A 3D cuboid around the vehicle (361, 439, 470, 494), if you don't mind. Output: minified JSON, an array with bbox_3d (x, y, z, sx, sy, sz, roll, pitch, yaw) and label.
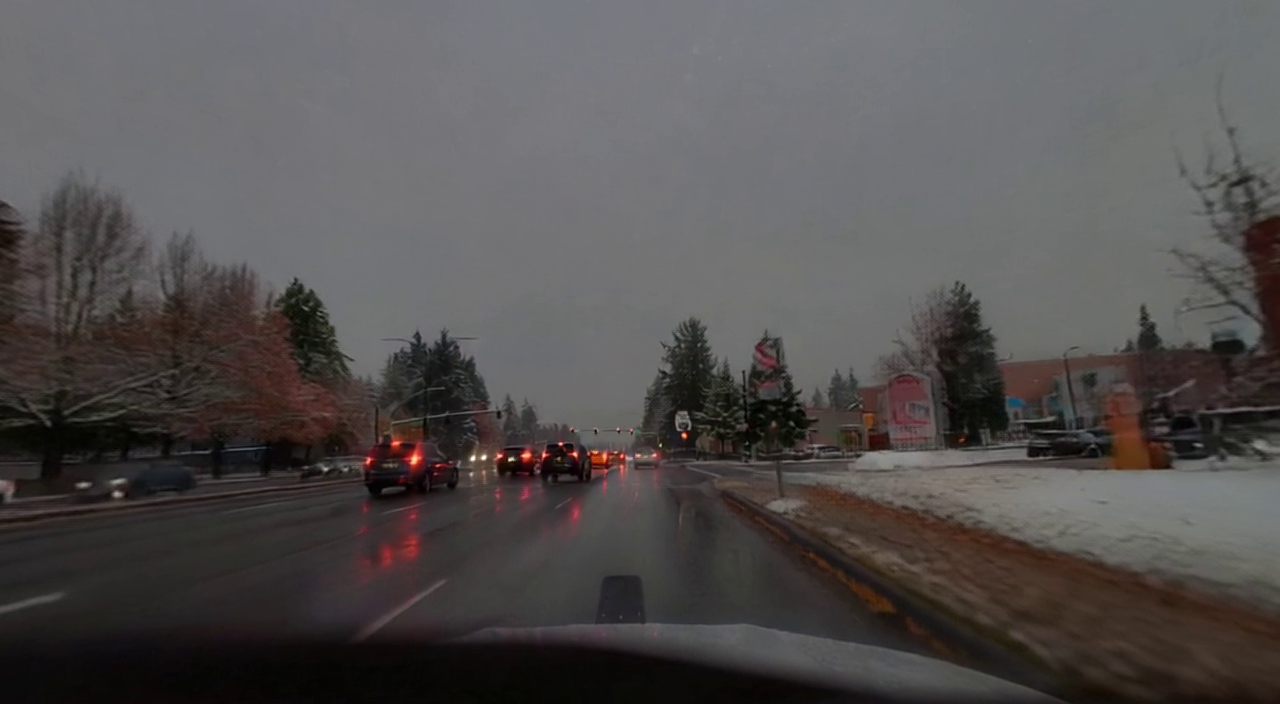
[{"bbox_3d":[-7.299,3.740,20.994,1.932,1.596,4.247,0,-9,2],"label":"vehicle"}]

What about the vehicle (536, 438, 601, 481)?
[{"bbox_3d":[-2.996,4.646,27.500,2.165,1.663,4.513,0,-9,2],"label":"vehicle"}]

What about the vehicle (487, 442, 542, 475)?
[{"bbox_3d":[-7.096,6.054,36.054,2.069,1.719,4.441,0,-9,2],"label":"vehicle"}]

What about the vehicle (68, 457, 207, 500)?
[{"bbox_3d":[-20.015,5.029,25.394,1.826,1.493,4.383,0,-9,3],"label":"vehicle"}]

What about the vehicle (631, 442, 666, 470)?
[{"bbox_3d":[0.546,6.772,41.062,2.144,1.704,4.028,0,-9,0],"label":"vehicle"}]
